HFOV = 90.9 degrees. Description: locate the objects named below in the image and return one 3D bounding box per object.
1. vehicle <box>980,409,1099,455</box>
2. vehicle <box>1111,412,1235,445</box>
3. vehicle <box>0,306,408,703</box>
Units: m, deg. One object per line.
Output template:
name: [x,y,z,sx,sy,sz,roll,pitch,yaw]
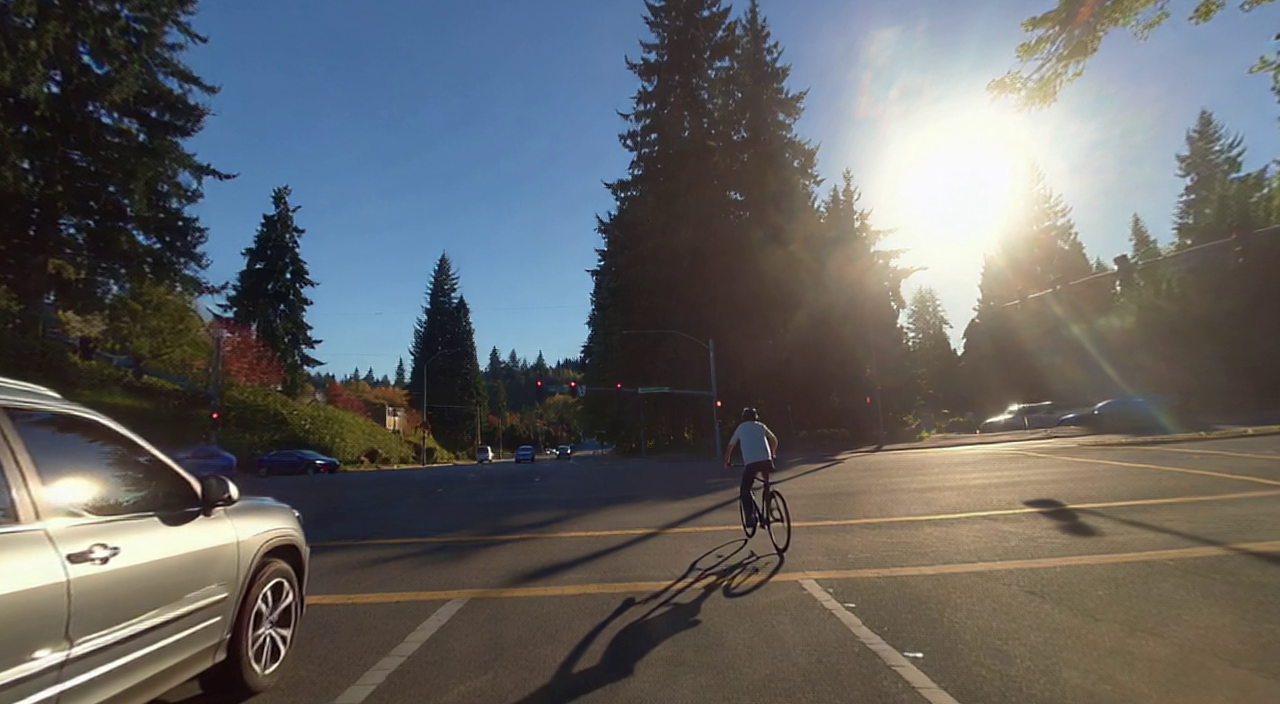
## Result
vehicle: [18.571,3.751,29.372,4.237,1.948,1.997,0,-9,-9]
vehicle: [25.744,3.739,30.485,4.716,1.507,1.904,2,-9,-11]
vehicle: [-2.963,0.887,2.863,2.049,1.756,4.602,0,-8,0]
